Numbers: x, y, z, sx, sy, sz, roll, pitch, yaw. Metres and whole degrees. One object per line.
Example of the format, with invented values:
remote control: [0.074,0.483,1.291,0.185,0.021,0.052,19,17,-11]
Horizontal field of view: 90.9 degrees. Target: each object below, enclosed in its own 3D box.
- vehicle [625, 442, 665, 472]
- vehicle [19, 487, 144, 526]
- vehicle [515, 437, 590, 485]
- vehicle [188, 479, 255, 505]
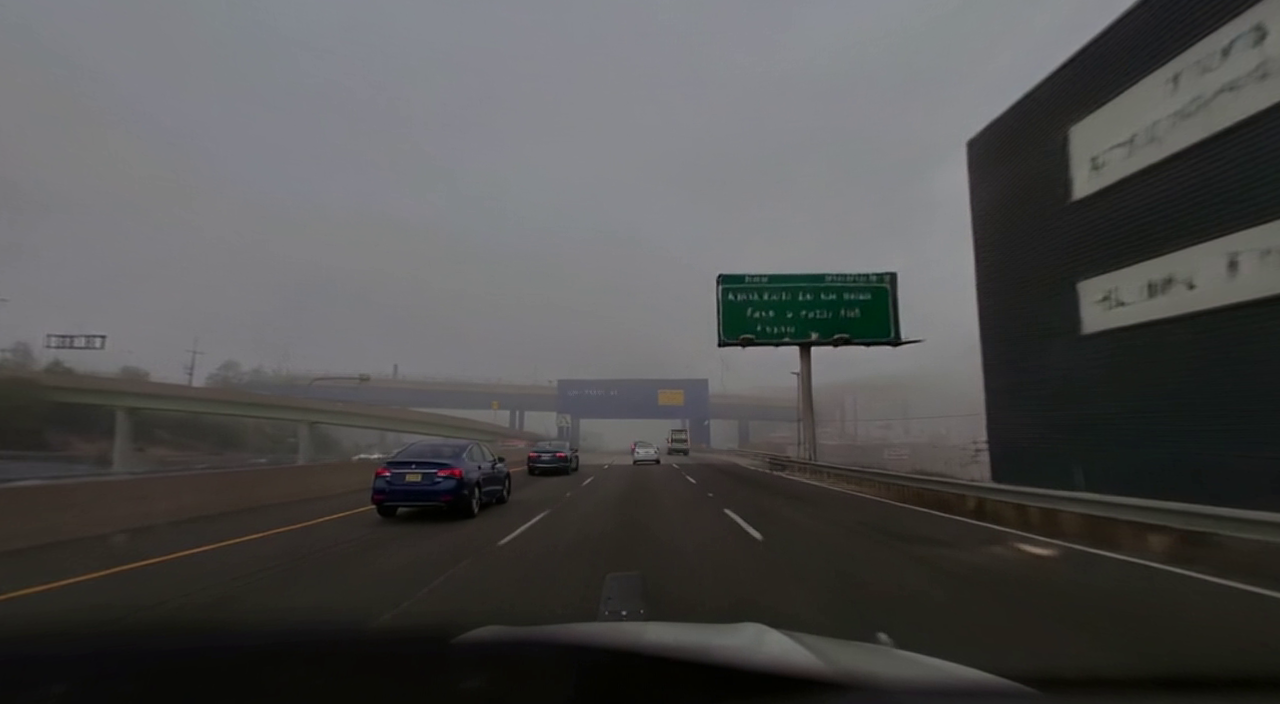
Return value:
vehicle: [0.252,5.280,31.953,1.877,1.386,3.872,0,-8,0]
vehicle: [-28.323,7.840,32.227,2.125,1.513,4.588,0,-8,1]
vehicle: [-3.130,4.003,23.397,2.064,1.589,4.213,0,-8,2]
vehicle: [-31.783,10.625,48.097,2.059,1.636,4.402,0,-8,0]
